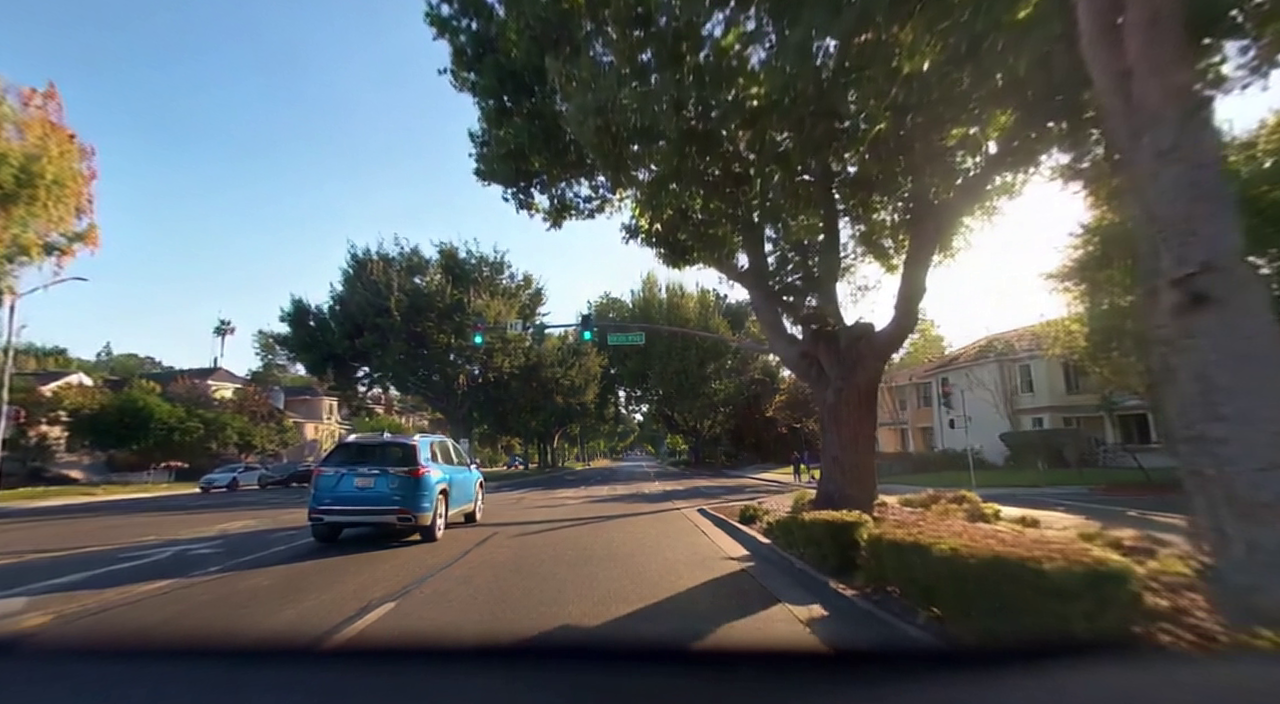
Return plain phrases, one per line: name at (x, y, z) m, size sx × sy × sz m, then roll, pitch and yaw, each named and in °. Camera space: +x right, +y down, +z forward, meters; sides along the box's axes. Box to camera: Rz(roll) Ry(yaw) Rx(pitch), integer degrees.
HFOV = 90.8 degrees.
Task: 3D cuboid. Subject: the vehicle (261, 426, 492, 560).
vehicle at (-3.964, 2.170, 10.476) m, size 1.993 × 1.733 × 4.262 m, roll 0°, pitch -9°, yaw -1°
